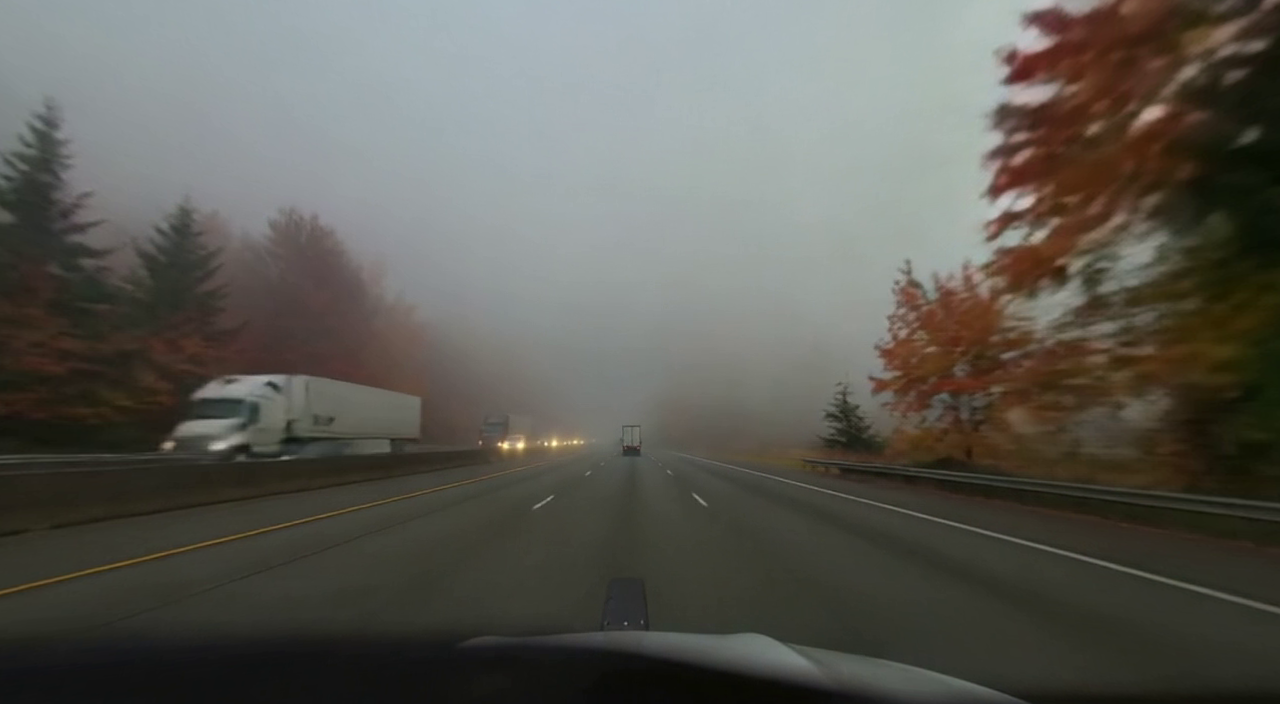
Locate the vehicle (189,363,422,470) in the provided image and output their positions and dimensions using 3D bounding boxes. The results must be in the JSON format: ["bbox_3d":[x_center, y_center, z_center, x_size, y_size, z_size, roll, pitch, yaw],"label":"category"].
[{"bbox_3d":[-16.006,3.700,33.093,2.997,4.179,16.997,0,-8,0],"label":"vehicle"}]

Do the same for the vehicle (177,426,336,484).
[{"bbox_3d":[-11.311,3.061,19.048,1.948,1.519,4.592,0,-8,0],"label":"vehicle"}]
